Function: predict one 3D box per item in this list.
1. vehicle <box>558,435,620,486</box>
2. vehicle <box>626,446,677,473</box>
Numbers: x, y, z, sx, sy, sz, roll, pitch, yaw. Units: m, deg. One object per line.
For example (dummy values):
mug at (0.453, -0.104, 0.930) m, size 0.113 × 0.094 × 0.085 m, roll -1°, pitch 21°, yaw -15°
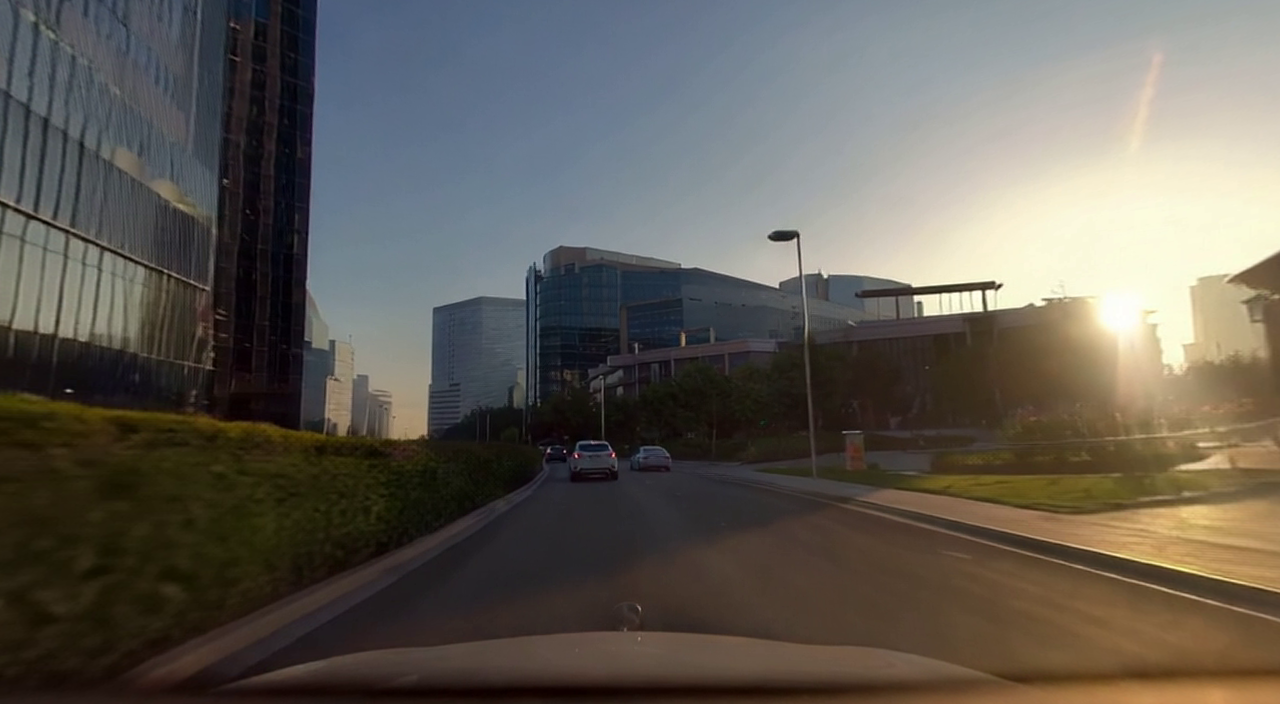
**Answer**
vehicle at (-1.995, 4.167, 24.482) m, size 2.173 × 1.761 × 4.374 m, roll 1°, pitch -9°, yaw -5°
vehicle at (0.607, 6.255, 36.865) m, size 2.116 × 1.506 × 4.355 m, roll 2°, pitch -9°, yaw -11°
